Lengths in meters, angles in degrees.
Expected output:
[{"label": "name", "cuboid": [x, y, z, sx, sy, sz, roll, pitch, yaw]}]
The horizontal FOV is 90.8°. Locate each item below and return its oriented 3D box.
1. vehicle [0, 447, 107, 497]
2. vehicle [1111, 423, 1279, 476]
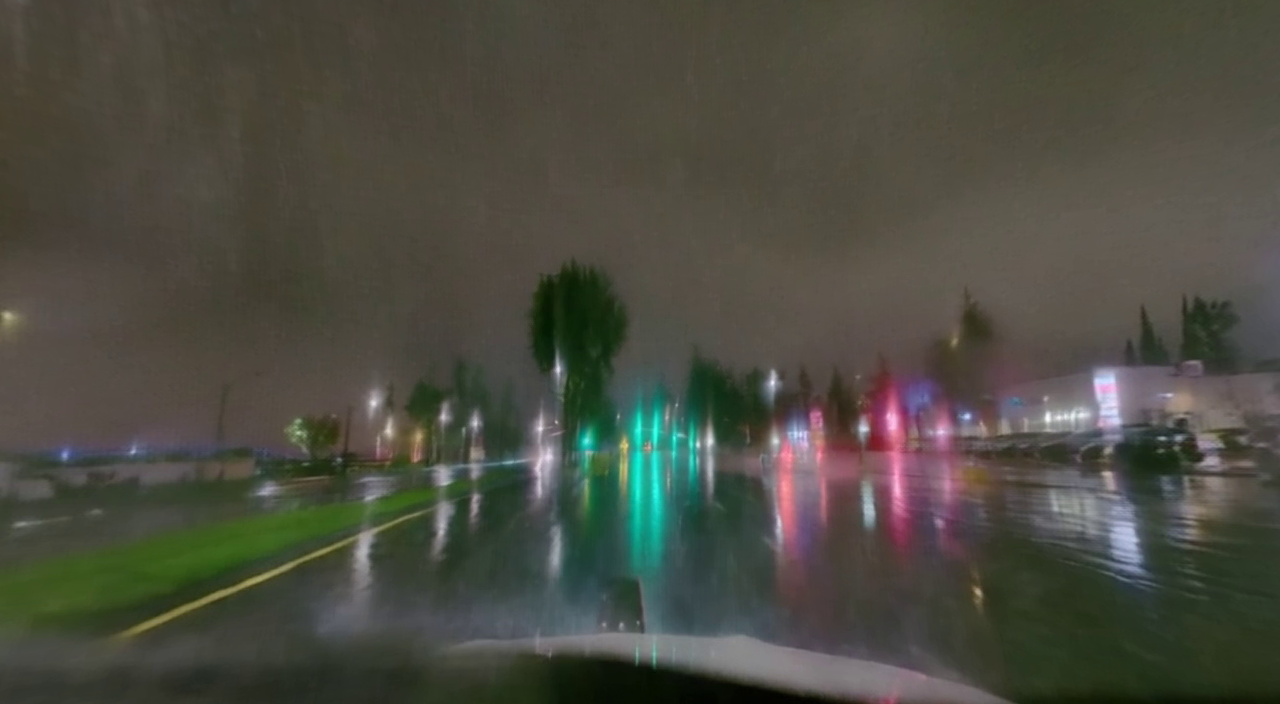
[{"label": "vehicle", "cuboid": [-24.905, 4.862, 25.345, 5.065, 1.765, 2.218, -4, -8, 0]}, {"label": "vehicle", "cuboid": [20.930, 3.657, 23.740, 4.845, 1.833, 2.132, -5, -10, 31]}]
